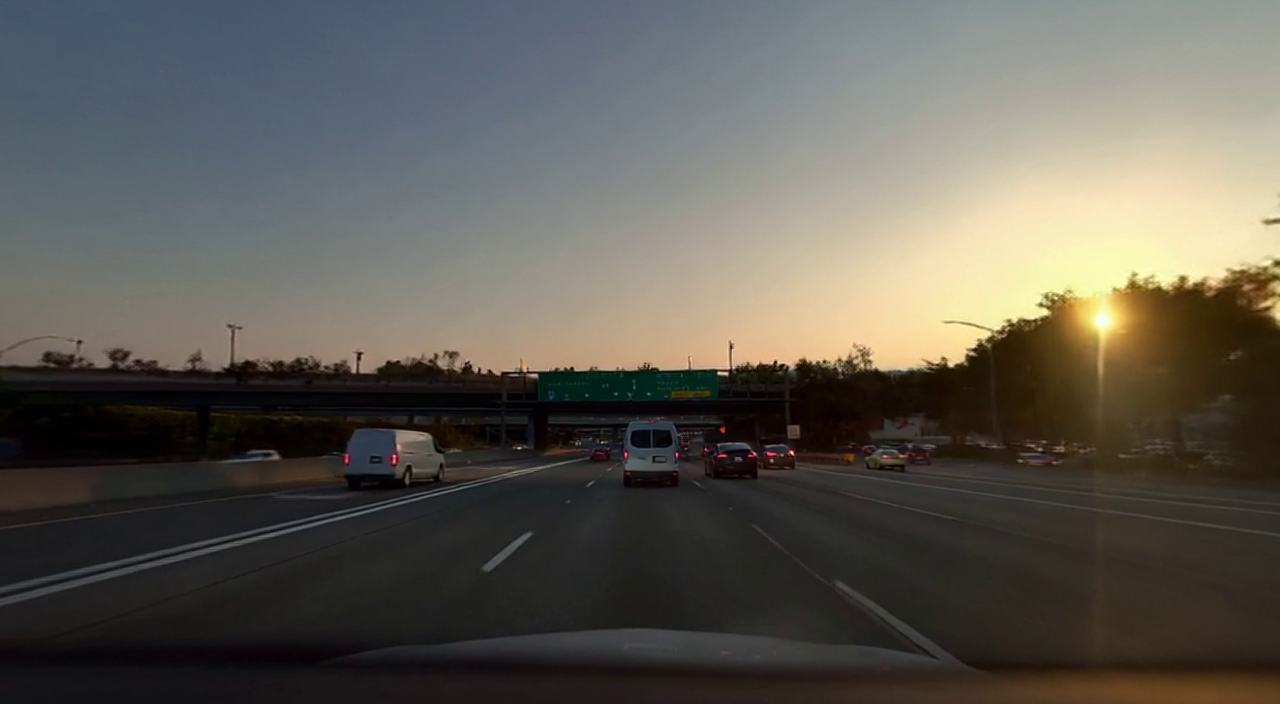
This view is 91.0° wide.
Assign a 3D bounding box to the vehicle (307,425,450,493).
[{"bbox_3d":[-7.695,3.201,19.212,2.192,1.776,4.957,0,-8,0],"label":"vehicle"}]

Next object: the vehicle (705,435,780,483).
[{"bbox_3d":[3.909,4.166,24.839,2.146,1.678,4.489,0,-8,-1],"label":"vehicle"}]

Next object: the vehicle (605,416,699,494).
[{"bbox_3d":[0.293,3.112,19.289,2.509,2.062,4.639,0,-8,-1],"label":"vehicle"}]
